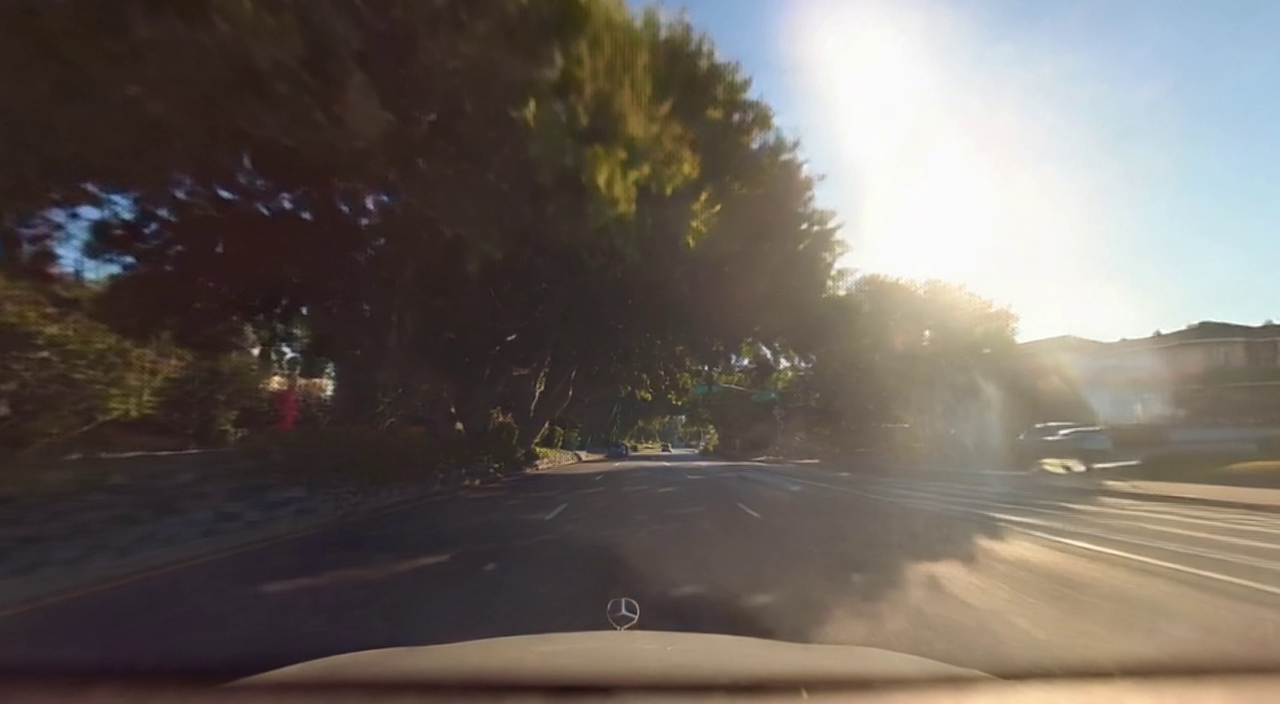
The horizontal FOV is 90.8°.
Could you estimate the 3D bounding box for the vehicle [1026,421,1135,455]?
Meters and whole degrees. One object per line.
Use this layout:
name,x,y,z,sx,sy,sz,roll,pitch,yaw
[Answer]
vehicle,19.857,3.893,28.580,3.688,1.489,1.667,1,-9,-4
